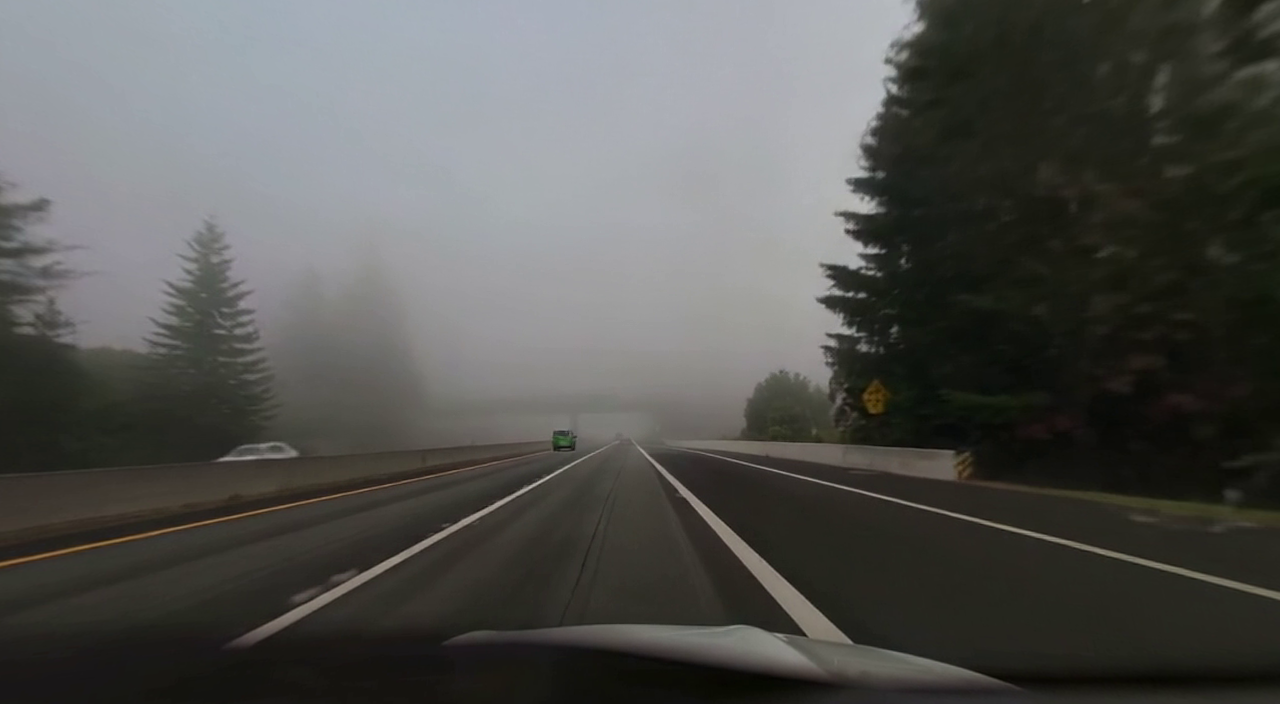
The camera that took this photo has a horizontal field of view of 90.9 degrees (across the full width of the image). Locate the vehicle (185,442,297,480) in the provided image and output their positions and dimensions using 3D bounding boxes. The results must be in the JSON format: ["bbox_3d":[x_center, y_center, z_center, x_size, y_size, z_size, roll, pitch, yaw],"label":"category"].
[{"bbox_3d":[-17.308,4.716,27.618,1.913,1.480,4.586,0,-8,0],"label":"vehicle"}]

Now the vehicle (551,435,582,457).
[{"bbox_3d":[-5.294,6.783,45.654,1.871,1.489,4.093,0,-8,-1],"label":"vehicle"}]
